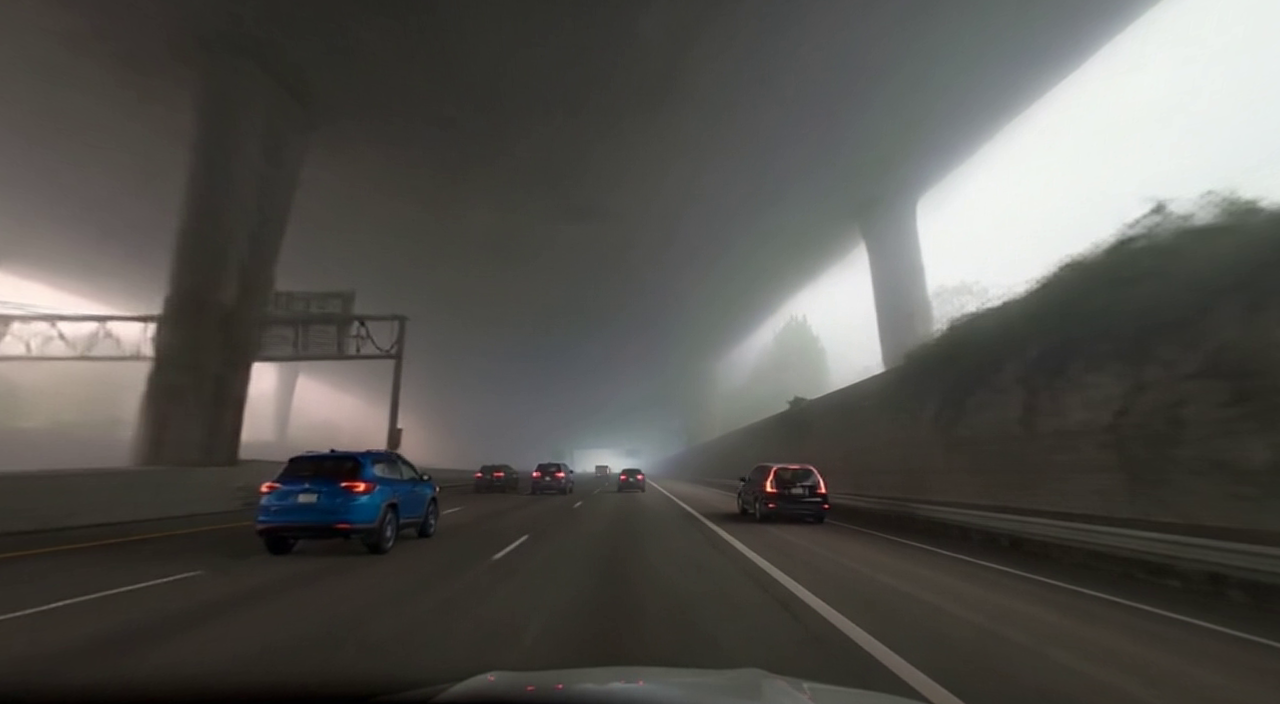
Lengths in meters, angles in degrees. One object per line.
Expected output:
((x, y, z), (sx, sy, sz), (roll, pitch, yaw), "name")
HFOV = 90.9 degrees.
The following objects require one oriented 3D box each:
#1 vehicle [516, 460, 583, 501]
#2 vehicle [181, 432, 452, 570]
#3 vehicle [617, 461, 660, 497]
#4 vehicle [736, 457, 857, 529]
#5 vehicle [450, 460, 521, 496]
((-3.704, 5.407, 26.741), (2.102, 1.521, 4.687), (1, -11, 1), "vehicle")
((-4.765, 2.304, 10.268), (2.069, 1.699, 4.452), (1, -11, -1), "vehicle")
((-0.066, 6.321, 31.488), (1.992, 1.601, 3.762), (1, -11, 0), "vehicle")
((3.830, 3.550, 16.204), (1.992, 1.557, 4.017), (1, -11, -1), "vehicle")
((-7.319, 6.038, 30.307), (2.142, 1.545, 4.708), (1, -11, 1), "vehicle")
